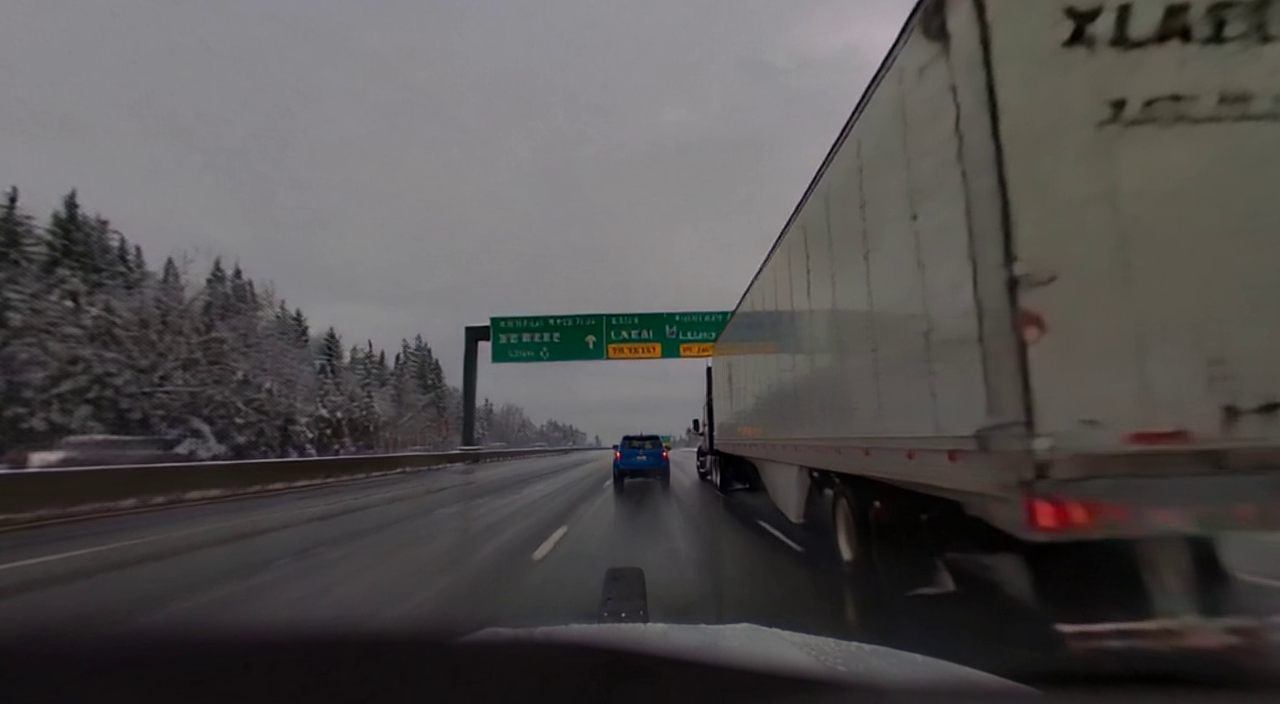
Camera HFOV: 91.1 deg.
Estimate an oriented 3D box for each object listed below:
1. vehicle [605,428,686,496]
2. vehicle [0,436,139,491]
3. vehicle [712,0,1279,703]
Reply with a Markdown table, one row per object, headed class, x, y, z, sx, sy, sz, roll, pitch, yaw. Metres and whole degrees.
| class | x | y | z | sx | sy | sz | roll | pitch | yaw |
| --- | --- | --- | --- | --- | --- | --- | --- | --- | --- |
| vehicle | 0.167 | 3.097 | 18.064 | 2.054 | 1.706 | 4.201 | 0 | -8 | 1 |
| vehicle | -22.038 | 4.110 | 23.606 | 2.161 | 1.819 | 4.959 | -1 | -8 | 1 |
| vehicle | 3.446 | 0.756 | 10.889 | 2.909 | 4.135 | 15.820 | -1 | -8 | 1 |
